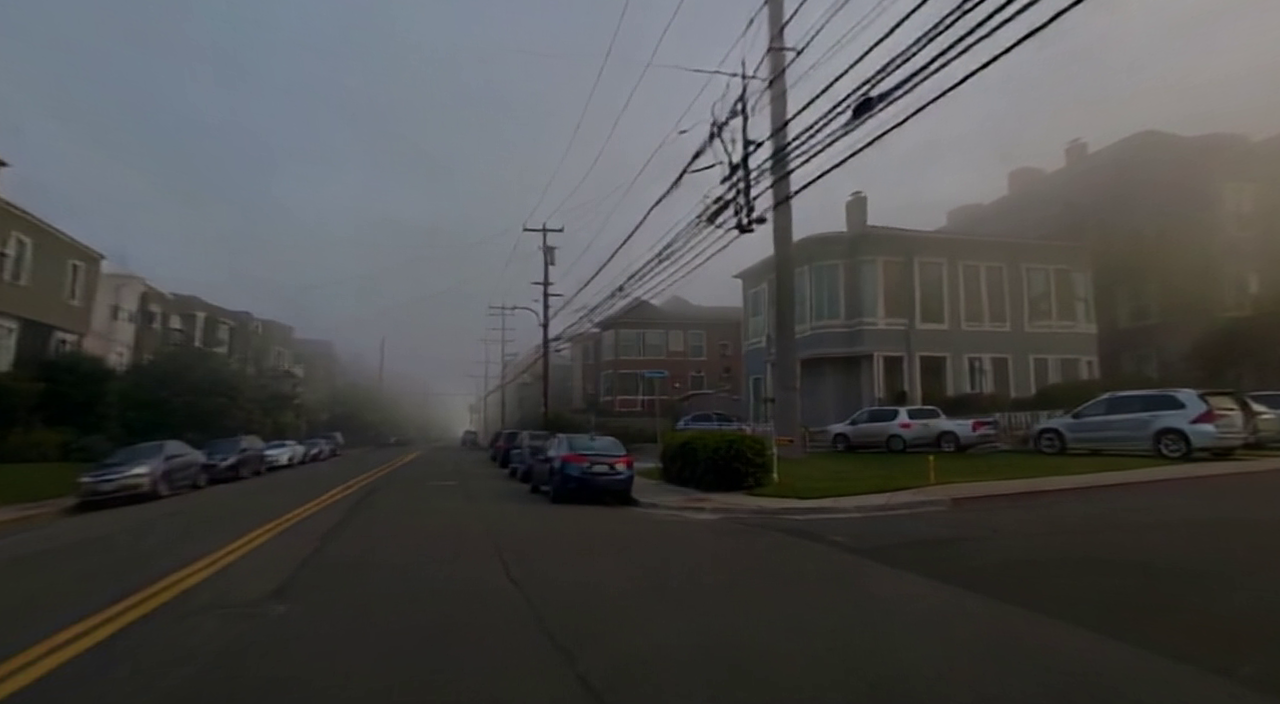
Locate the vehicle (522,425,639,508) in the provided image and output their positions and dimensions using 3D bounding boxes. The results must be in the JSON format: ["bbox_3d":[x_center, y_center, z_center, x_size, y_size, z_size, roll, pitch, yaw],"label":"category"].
[{"bbox_3d":[-1.509,2.528,14.445,1.914,1.591,3.892,2,-8,-17],"label":"vehicle"}]

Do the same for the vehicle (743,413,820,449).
[{"bbox_3d":[7.035,3.931,31.696,1.754,1.559,3.567,3,-5,-32],"label":"vehicle"}]

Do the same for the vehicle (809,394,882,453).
[{"bbox_3d":[6.788,2.408,20.712,2.003,1.695,4.195,-3,-9,19],"label":"vehicle"}]

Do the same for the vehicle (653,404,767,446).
[{"bbox_3d":[3.255,3.641,30.783,2.152,1.875,5.778,6,-10,-35],"label":"vehicle"}]

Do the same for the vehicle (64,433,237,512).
[{"bbox_3d":[-12.042,2.918,15.931,1.913,1.672,4.267,2,-8,-16],"label":"vehicle"}]

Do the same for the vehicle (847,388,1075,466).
[{"bbox_3d":[7.870,1.932,15.828,4.648,1.659,1.897,-8,-11,43],"label":"vehicle"}]

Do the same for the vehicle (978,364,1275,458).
[{"bbox_3d":[11.932,1.614,15.950,5.514,1.976,2.153,-7,-11,40],"label":"vehicle"}]
